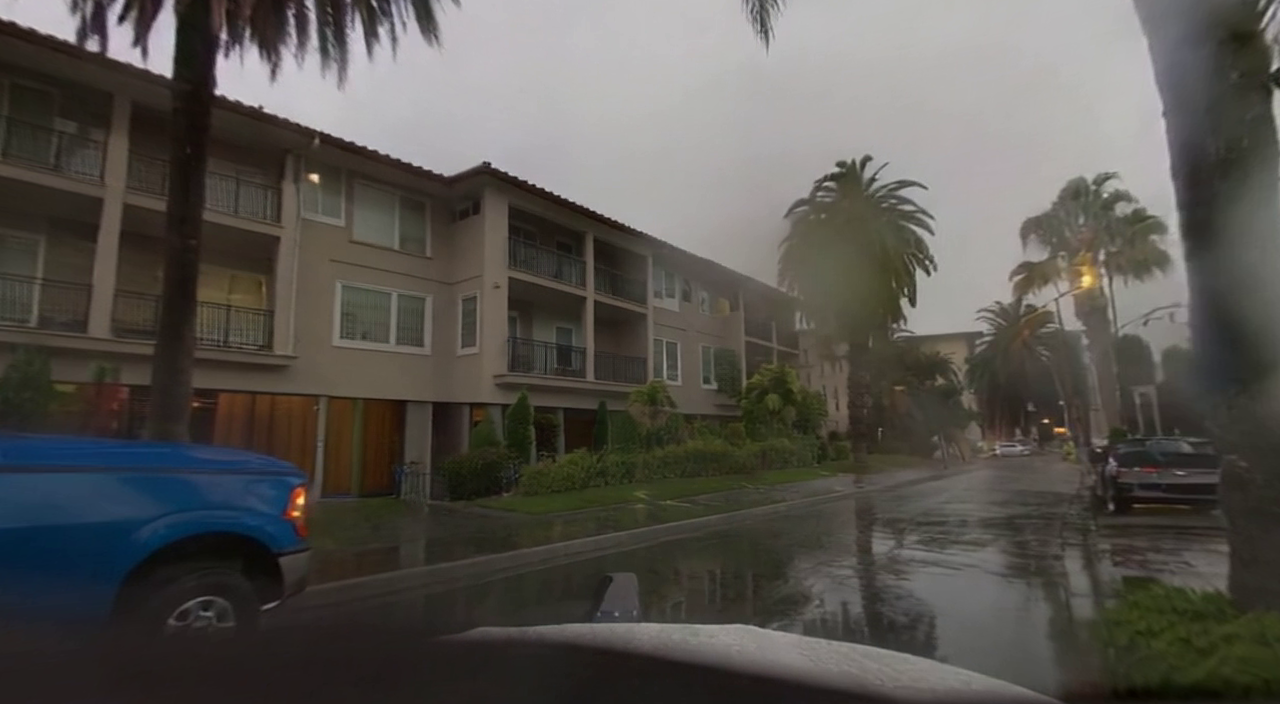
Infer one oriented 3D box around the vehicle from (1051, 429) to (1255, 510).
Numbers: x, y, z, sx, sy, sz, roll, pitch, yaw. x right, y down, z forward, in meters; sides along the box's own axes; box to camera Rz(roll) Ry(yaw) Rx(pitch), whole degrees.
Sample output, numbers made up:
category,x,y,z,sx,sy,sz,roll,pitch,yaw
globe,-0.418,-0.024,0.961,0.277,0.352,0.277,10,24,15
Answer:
category,x,y,z,sx,sy,sz,roll,pitch,yaw
vehicle,19.791,4.440,24.767,5.872,2.468,2.864,-2,-8,38
